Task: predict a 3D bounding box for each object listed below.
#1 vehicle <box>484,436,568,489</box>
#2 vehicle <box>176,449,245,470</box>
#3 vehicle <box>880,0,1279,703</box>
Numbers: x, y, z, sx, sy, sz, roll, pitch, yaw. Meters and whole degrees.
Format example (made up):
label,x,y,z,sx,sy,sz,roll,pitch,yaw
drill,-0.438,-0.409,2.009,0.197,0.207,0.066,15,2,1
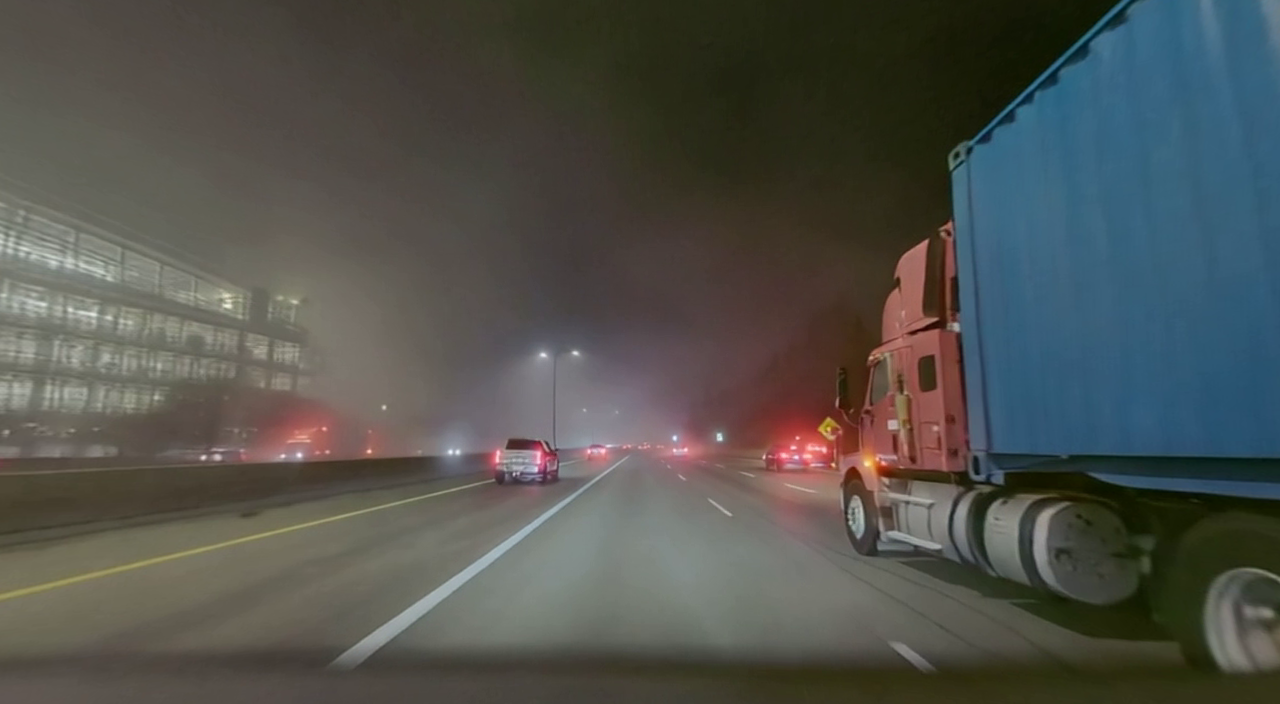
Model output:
label,x,y,z,sx,sy,sz,roll,pitch,yaw
vehicle,-3.626,3.599,20.800,1.954,1.528,4.010,1,-9,1
vehicle,-32.167,8.026,47.286,1.863,1.470,4.531,0,-8,1
vehicle,3.688,-0.138,2.497,3.089,3.779,6.420,0,-9,2
